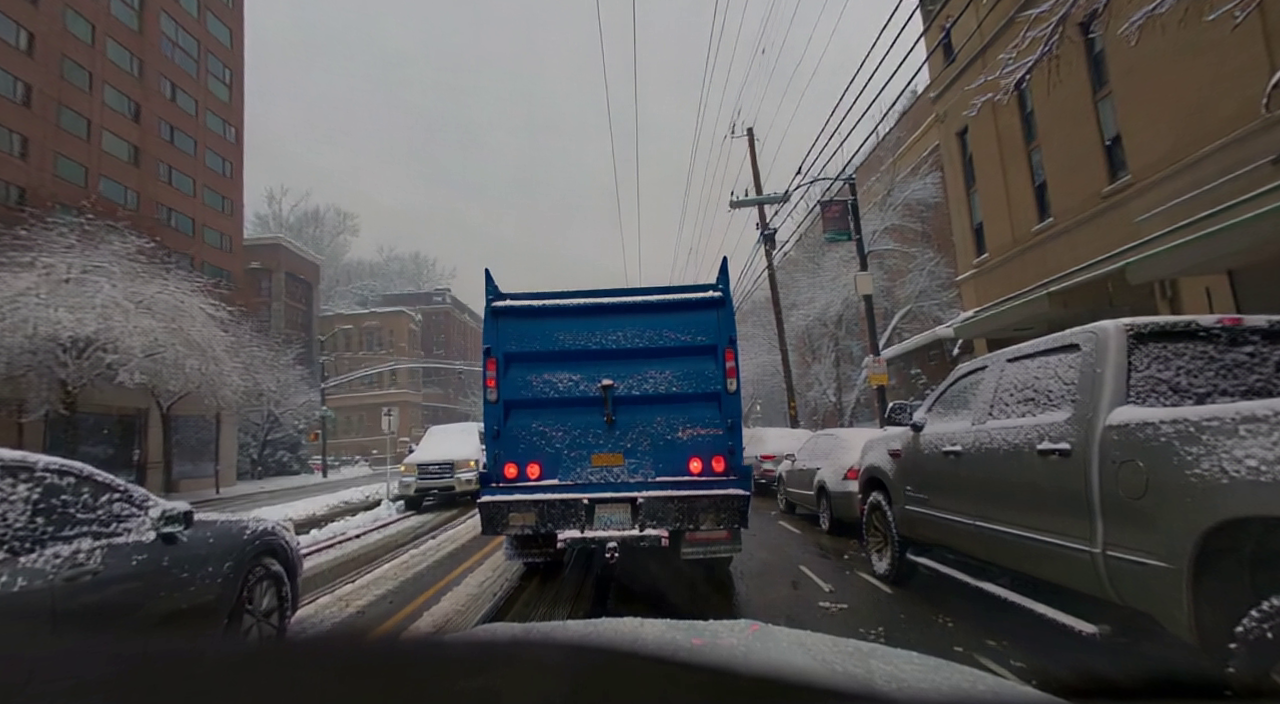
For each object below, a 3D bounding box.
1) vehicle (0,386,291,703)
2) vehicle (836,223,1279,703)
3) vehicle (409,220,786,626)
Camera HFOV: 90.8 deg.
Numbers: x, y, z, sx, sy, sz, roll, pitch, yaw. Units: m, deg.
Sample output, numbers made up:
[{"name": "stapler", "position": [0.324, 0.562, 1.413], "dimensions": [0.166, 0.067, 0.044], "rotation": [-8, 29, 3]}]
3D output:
[{"name": "vehicle", "position": [-4.119, 1.036, 3.298], "dimensions": [1.988, 1.657, 4.492], "rotation": [0, -8, 0]}, {"name": "vehicle", "position": [3.230, 0.845, 3.870], "dimensions": [2.242, 1.979, 5.722], "rotation": [0, -8, 0]}, {"name": "vehicle", "position": [-0.235, 1.100, 9.121], "dimensions": [2.878, 3.204, 8.244], "rotation": [0, -8, 1]}]
